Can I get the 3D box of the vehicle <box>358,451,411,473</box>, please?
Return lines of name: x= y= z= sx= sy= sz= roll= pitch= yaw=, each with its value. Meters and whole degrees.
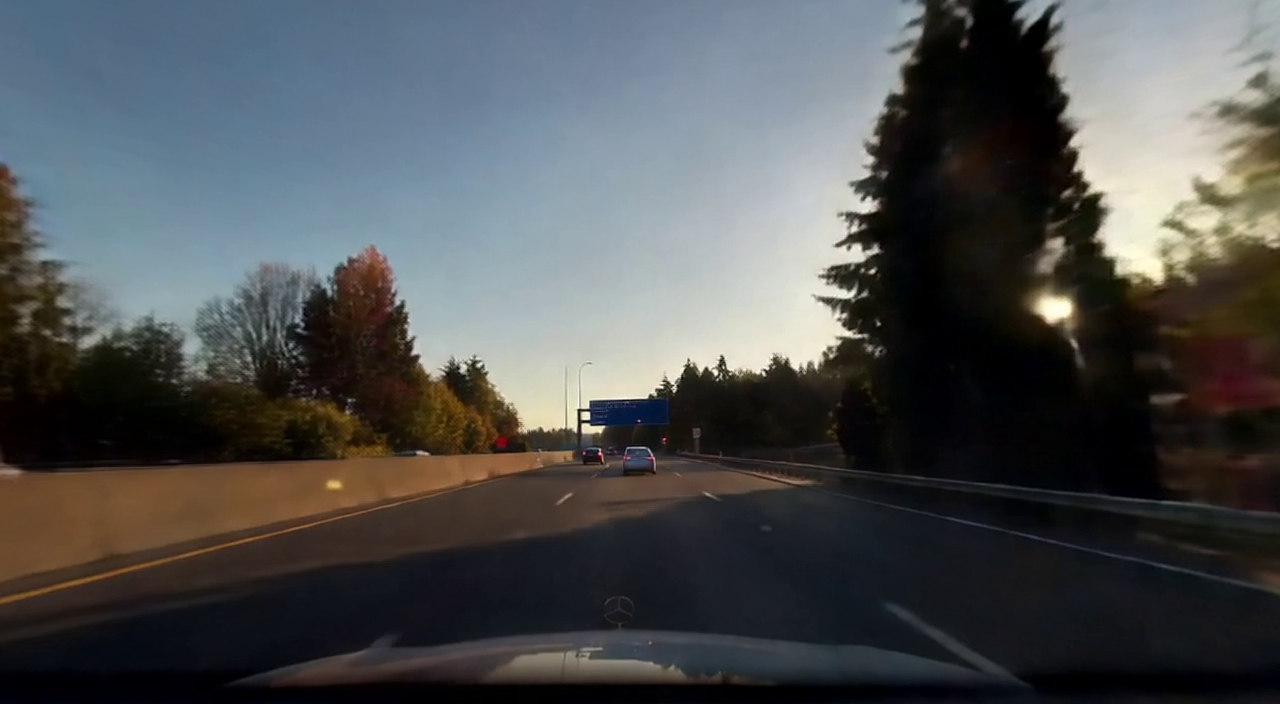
vehicle: x=-17.959 y=7.716 z=44.262 sx=1.842 sy=1.451 sz=4.524 roll=-1 pitch=-9 yaw=0

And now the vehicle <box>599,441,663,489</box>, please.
vehicle: x=-0.318 y=3.934 z=22.105 sx=2.066 sy=1.490 sz=3.759 roll=-1 pitch=-9 yaw=-1
